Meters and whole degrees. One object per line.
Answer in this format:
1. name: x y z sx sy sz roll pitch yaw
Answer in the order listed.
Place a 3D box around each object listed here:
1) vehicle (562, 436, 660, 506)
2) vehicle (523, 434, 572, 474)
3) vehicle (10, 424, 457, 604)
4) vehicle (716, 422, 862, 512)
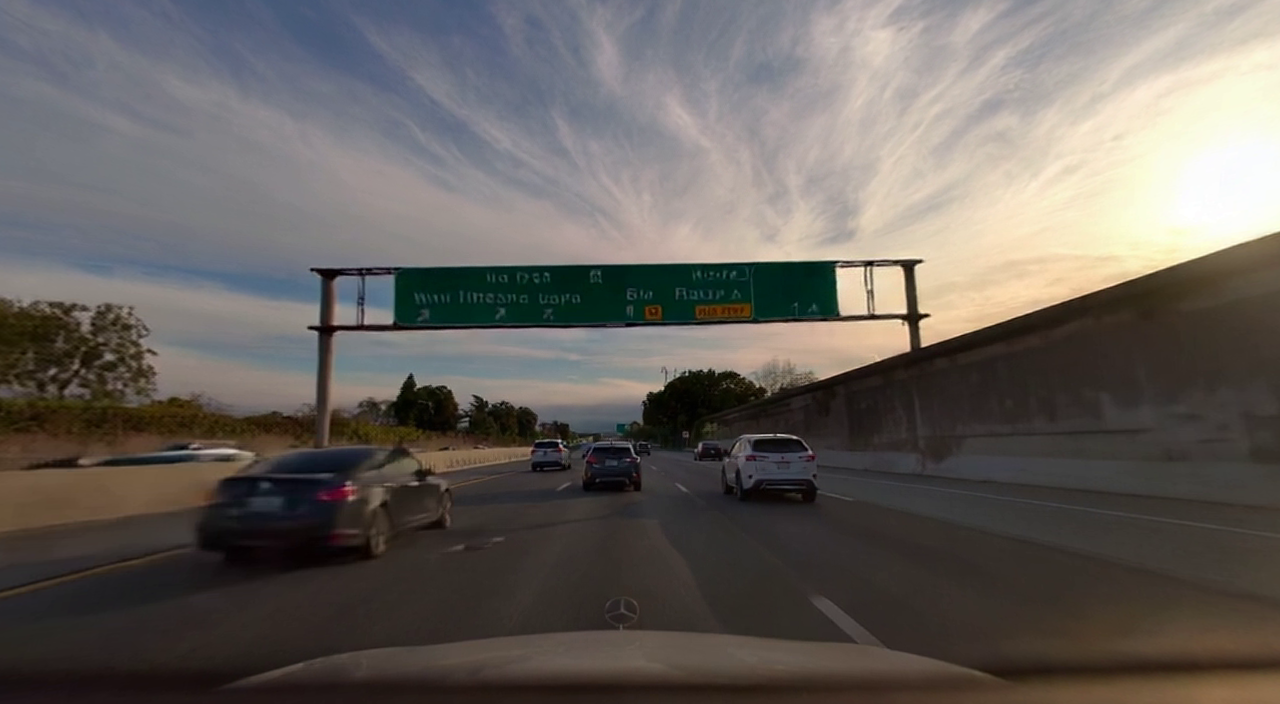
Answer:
1. vehicle: -0.680 2.864 15.647 2.098 1.475 3.997 0 -8 -2
2. vehicle: -4.862 5.444 33.869 1.983 1.948 4.822 0 -8 -1
3. vehicle: -4.242 1.776 8.119 2.214 1.512 5.389 0 -8 -1
4. vehicle: 3.282 2.658 15.080 2.162 1.800 4.693 0 -8 -2
